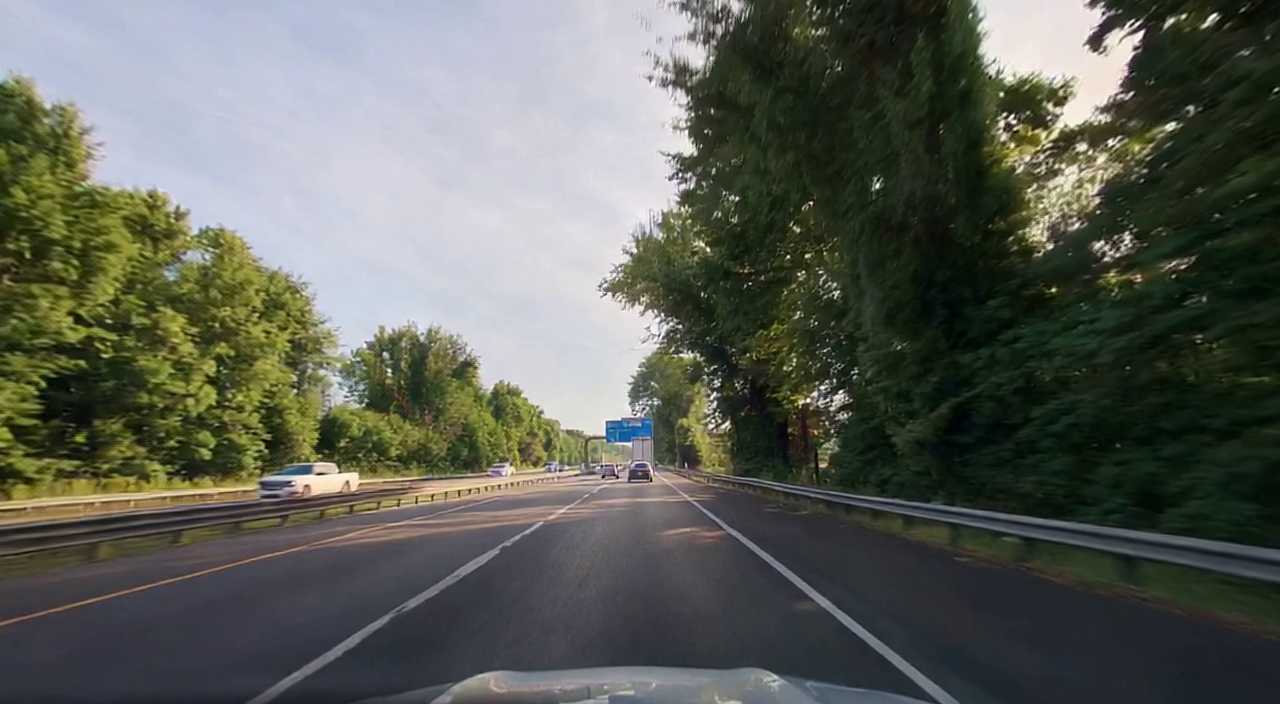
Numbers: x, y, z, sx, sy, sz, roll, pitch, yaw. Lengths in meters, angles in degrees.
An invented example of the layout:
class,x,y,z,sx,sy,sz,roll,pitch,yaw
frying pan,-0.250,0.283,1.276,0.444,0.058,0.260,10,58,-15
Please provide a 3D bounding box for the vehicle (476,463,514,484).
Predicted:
class,x,y,z,sx,sy,sz,roll,pitch,yaw
vehicle,-11.319,9.497,49.306,1.894,1.469,3.976,0,-10,1

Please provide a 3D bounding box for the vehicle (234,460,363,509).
class,x,y,z,sx,sy,sz,roll,pitch,yaw
vehicle,-11.703,4.572,21.988,1.949,1.474,4.439,1,-10,1

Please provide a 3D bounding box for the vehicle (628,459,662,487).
class,x,y,z,sx,sy,sz,roll,pitch,yaw
vehicle,0.322,7.778,40.478,2.048,1.663,4.377,1,-10,0
